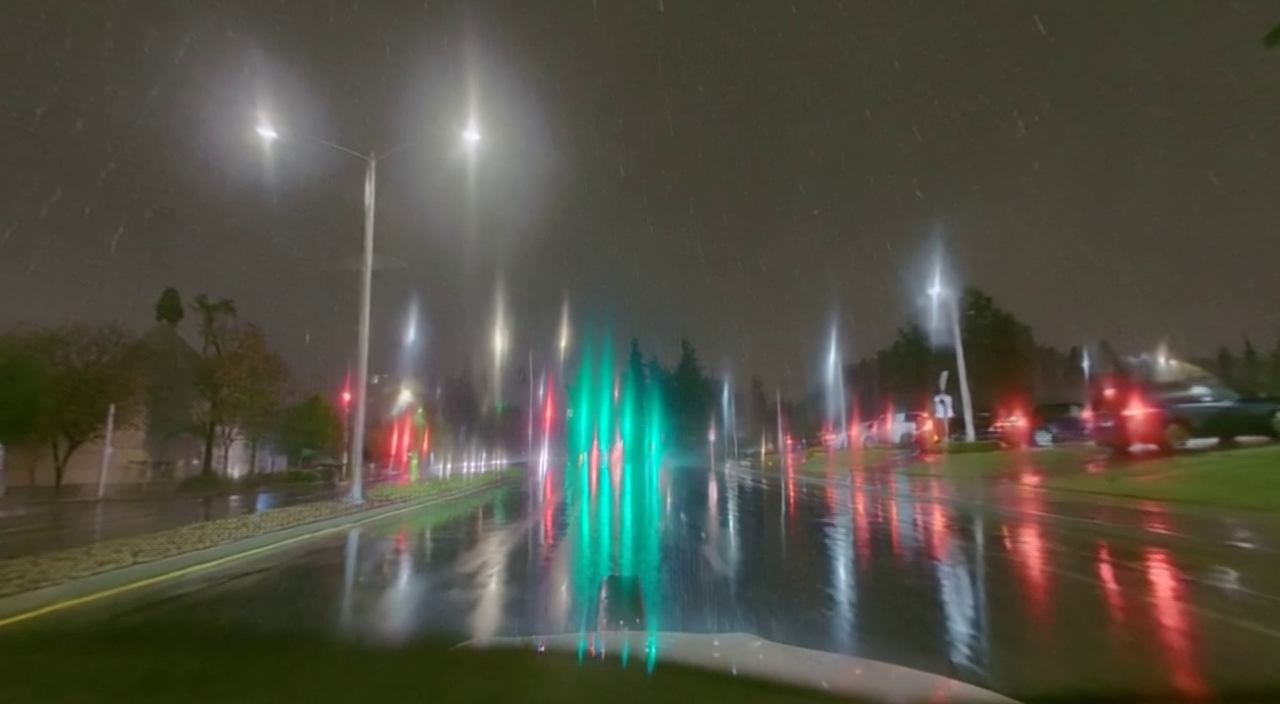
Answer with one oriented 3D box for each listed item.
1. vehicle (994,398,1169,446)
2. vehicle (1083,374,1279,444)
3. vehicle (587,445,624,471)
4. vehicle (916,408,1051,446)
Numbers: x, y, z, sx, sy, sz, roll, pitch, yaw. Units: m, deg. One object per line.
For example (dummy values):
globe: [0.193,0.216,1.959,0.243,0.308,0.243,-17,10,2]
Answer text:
vehicle: [15.409,2.509,22.302,4.527,1.620,2.120,0,-8,3]
vehicle: [15.273,1.611,17.157,4.851,1.737,2.189,1,-9,-4]
vehicle: [-2.380,7.116,42.669,2.197,1.642,4.312,1,-9,-7]
vehicle: [14.924,3.312,27.664,4.742,1.602,1.999,0,-9,-3]
